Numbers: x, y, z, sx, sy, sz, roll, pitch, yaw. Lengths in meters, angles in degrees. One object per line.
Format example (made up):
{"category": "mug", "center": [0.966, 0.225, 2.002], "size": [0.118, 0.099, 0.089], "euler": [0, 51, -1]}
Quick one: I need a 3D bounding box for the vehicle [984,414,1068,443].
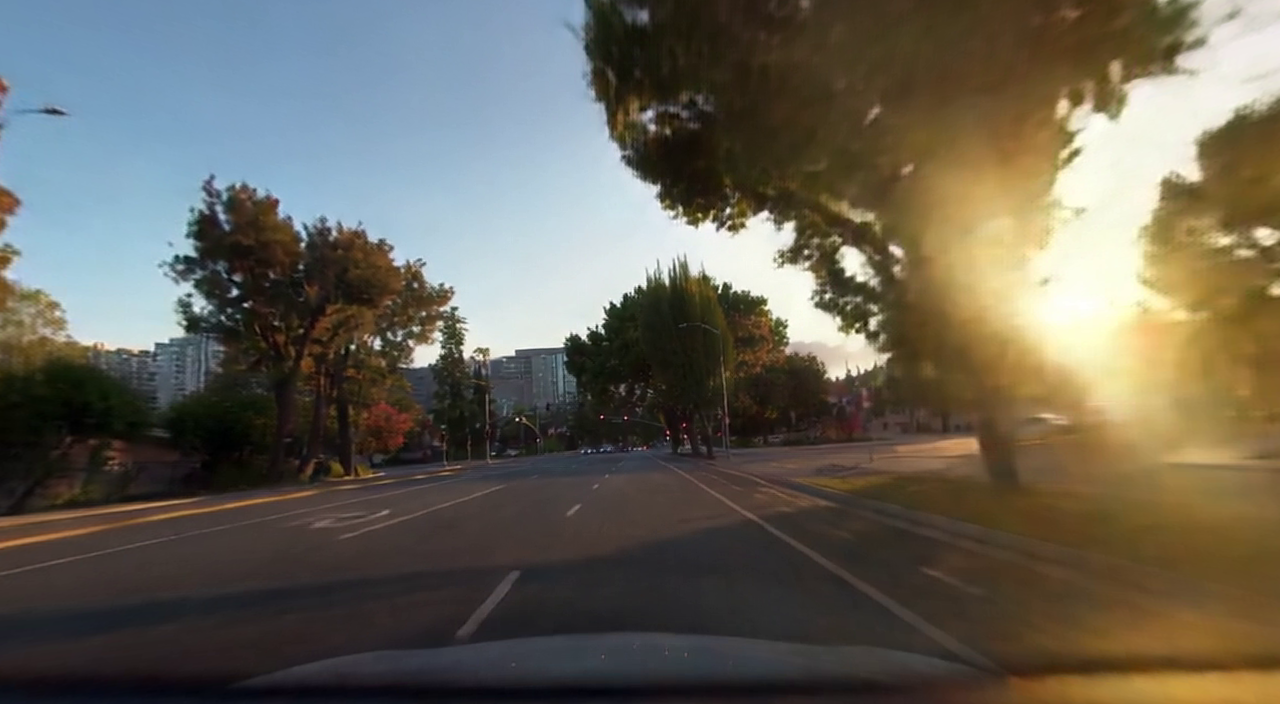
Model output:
{"category": "vehicle", "center": [22.805, 4.574, 37.502], "size": [1.911, 1.598, 4.322], "euler": [1, -9, -6]}

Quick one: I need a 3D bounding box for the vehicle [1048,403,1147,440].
{"category": "vehicle", "center": [26.705, 4.150, 37.111], "size": [2.081, 1.949, 4.635], "euler": [3, -8, -5]}
